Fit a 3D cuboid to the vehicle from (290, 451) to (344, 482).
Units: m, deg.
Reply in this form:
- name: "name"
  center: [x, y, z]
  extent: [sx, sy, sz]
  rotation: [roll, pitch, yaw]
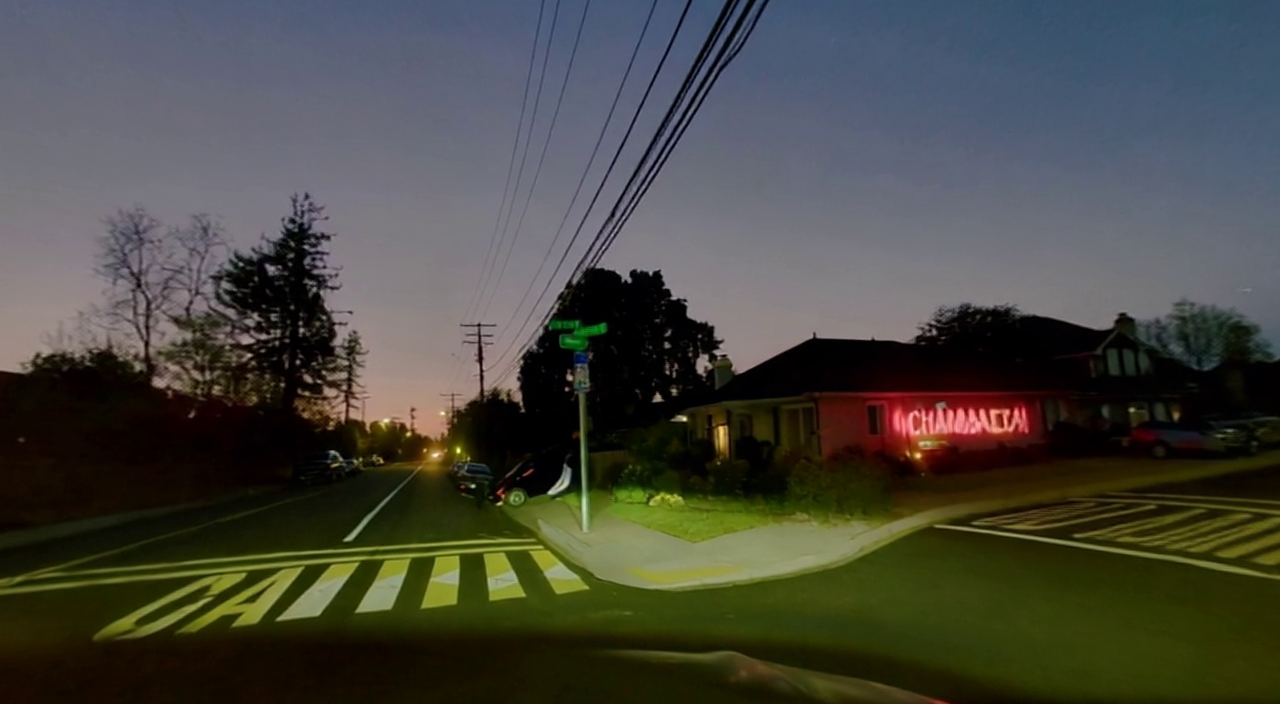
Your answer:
- name: "vehicle"
  center: [-20.628, 7.306, 40.548]
  extent: [2.203, 1.787, 4.704]
  rotation: [2, -9, -17]
